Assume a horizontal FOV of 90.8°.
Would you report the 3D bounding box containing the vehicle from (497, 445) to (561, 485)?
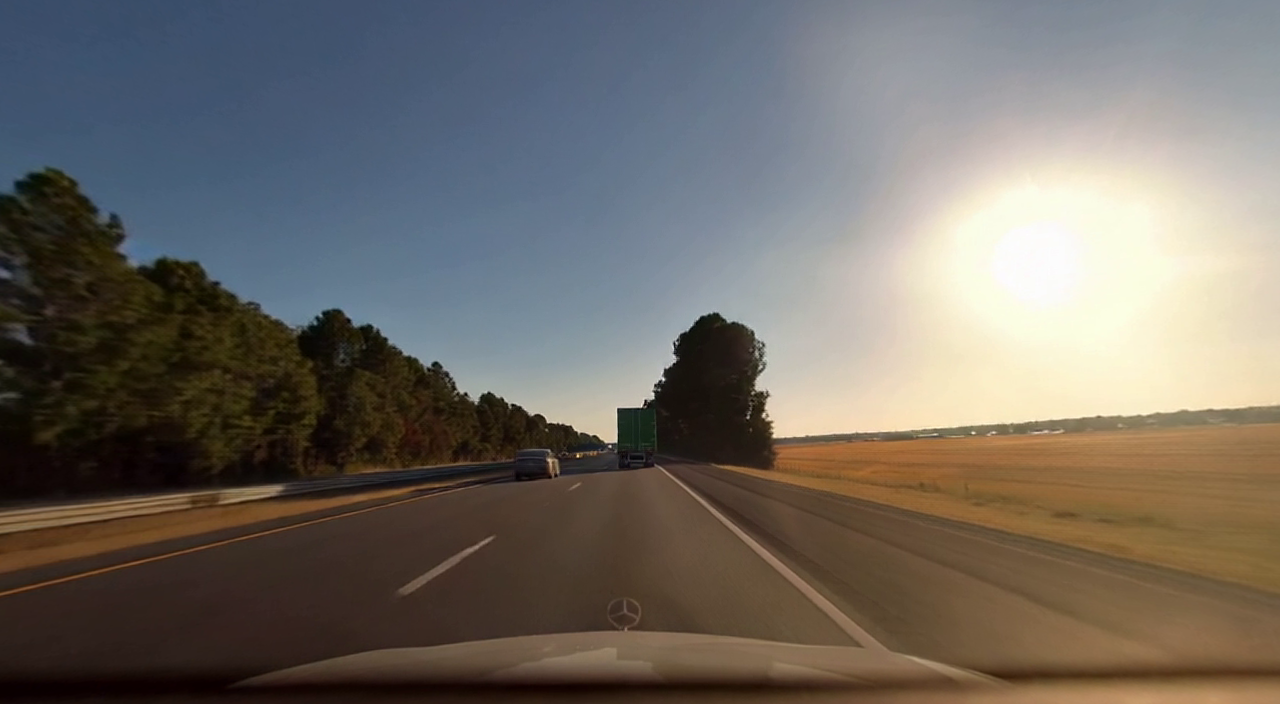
[{"bbox_3d":[-4.515,4.667,26.246,1.937,1.493,3.779,0,-9,0],"label":"vehicle"}]
